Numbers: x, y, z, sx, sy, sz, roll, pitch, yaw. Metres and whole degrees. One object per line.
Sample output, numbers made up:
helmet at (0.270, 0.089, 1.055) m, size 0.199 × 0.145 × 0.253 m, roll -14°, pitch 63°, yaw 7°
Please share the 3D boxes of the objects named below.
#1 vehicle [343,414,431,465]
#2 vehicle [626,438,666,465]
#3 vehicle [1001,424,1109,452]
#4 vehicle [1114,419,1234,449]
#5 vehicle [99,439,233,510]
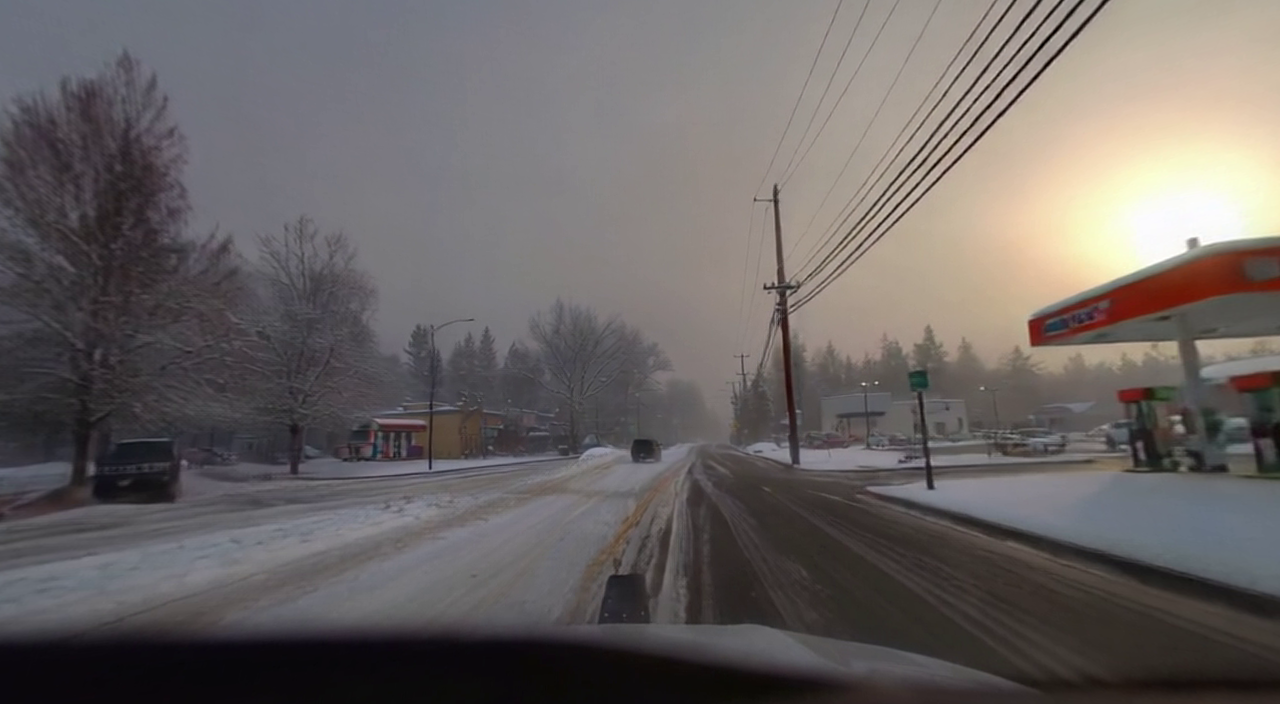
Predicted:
vehicle at (-18.928, 6.634, 47.789) m, size 2.923 × 3.546 × 7.640 m, roll -1°, pitch -8°, yaw 5°
vehicle at (0.441, 6.015, 38.227) m, size 2.073 × 1.525 × 3.968 m, roll -1°, pitch -8°, yaw 6°
vehicle at (23.171, 4.864, 35.445) m, size 1.908 × 1.474 × 4.885 m, roll 2°, pitch -9°, yaw -17°
vehicle at (28.961, 4.506, 34.413) m, size 1.901 × 1.509 × 4.610 m, roll 2°, pitch -9°, yaw -16°
vehicle at (-16.525, 4.128, 21.894) m, size 5.575 × 2.142 × 1.996 m, roll -6°, pitch -10°, yaw 36°
